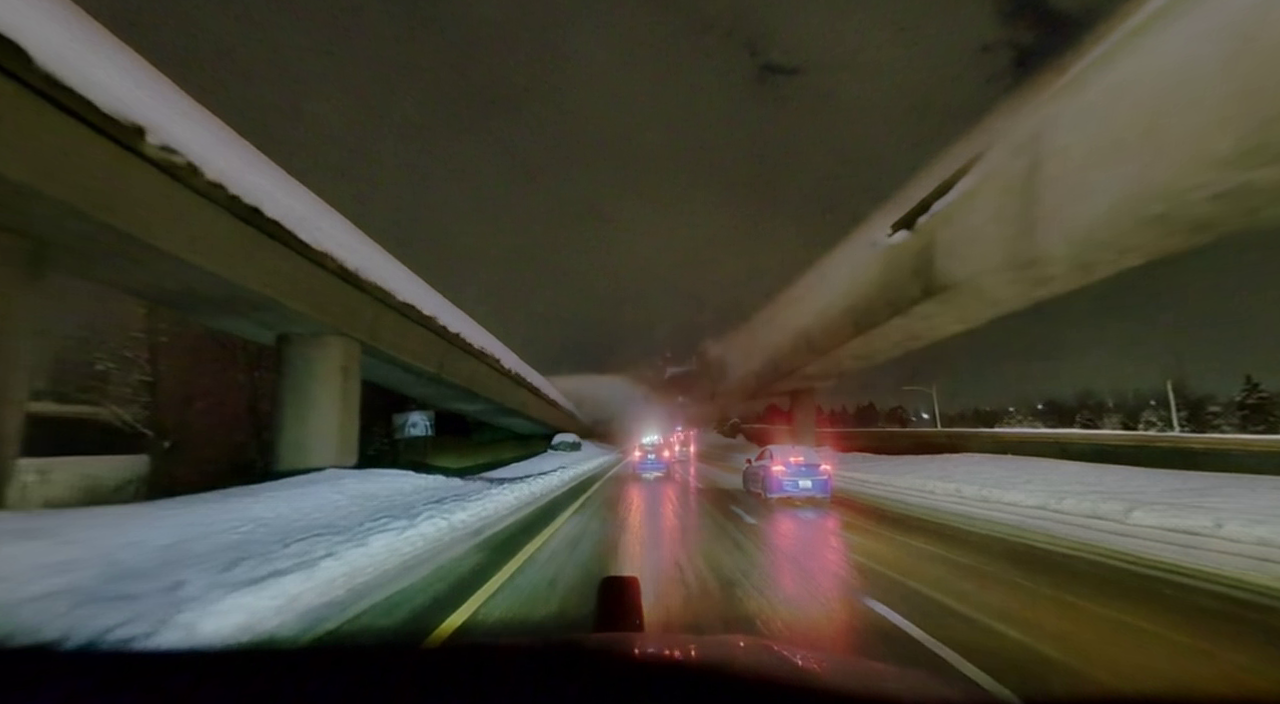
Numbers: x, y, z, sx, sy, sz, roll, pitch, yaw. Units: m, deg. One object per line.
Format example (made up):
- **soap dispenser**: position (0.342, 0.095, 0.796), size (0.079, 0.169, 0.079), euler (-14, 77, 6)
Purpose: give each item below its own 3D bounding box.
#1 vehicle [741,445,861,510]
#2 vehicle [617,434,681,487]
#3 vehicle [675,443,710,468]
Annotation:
- **vehicle**: position (4.103, 3.244, 16.827), size (2.047, 1.500, 4.017), euler (1, -9, -2)
- **vehicle**: position (0.308, 4.190, 24.635), size (2.264, 1.841, 4.583), euler (0, -9, -1)
- **vehicle**: position (3.661, 7.309, 44.633), size (2.047, 1.700, 4.069), euler (0, -9, -1)
